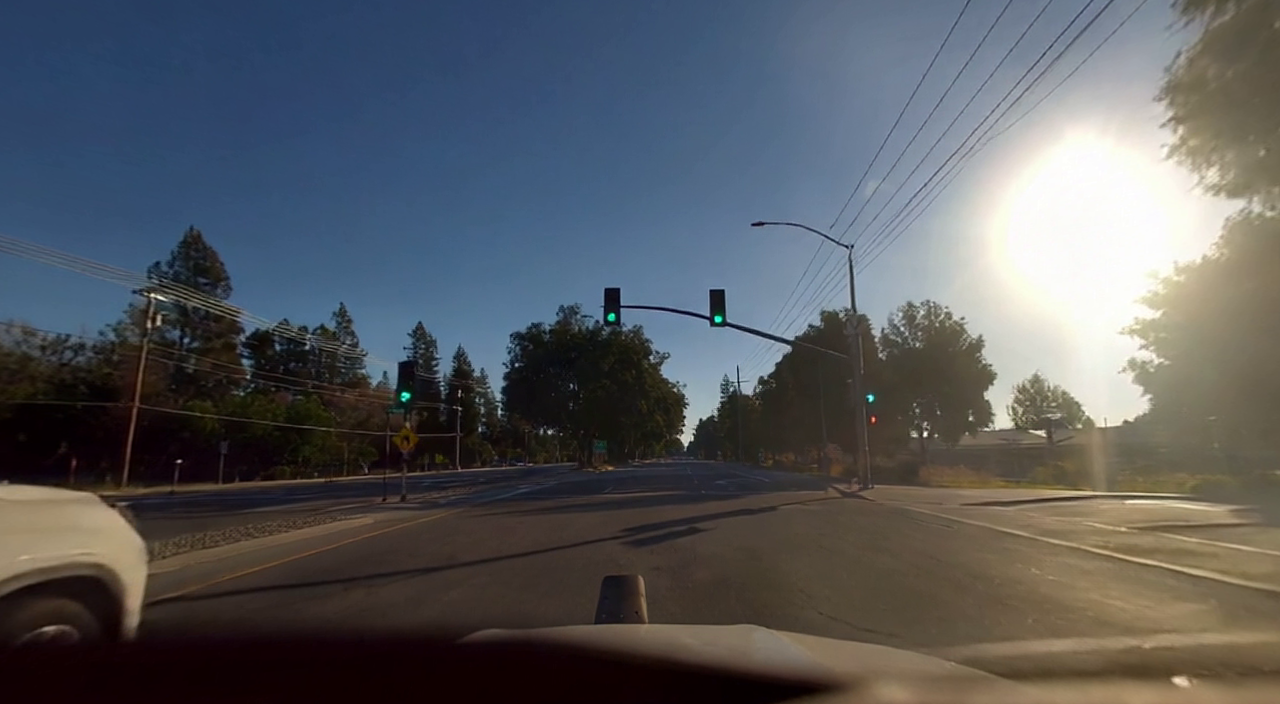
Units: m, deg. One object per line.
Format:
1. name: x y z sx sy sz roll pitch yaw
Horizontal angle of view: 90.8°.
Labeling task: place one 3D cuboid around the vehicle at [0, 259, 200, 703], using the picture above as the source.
1. vehicle: -3.446 0.408 0.456 2.374 1.985 5.391 0 -8 0
